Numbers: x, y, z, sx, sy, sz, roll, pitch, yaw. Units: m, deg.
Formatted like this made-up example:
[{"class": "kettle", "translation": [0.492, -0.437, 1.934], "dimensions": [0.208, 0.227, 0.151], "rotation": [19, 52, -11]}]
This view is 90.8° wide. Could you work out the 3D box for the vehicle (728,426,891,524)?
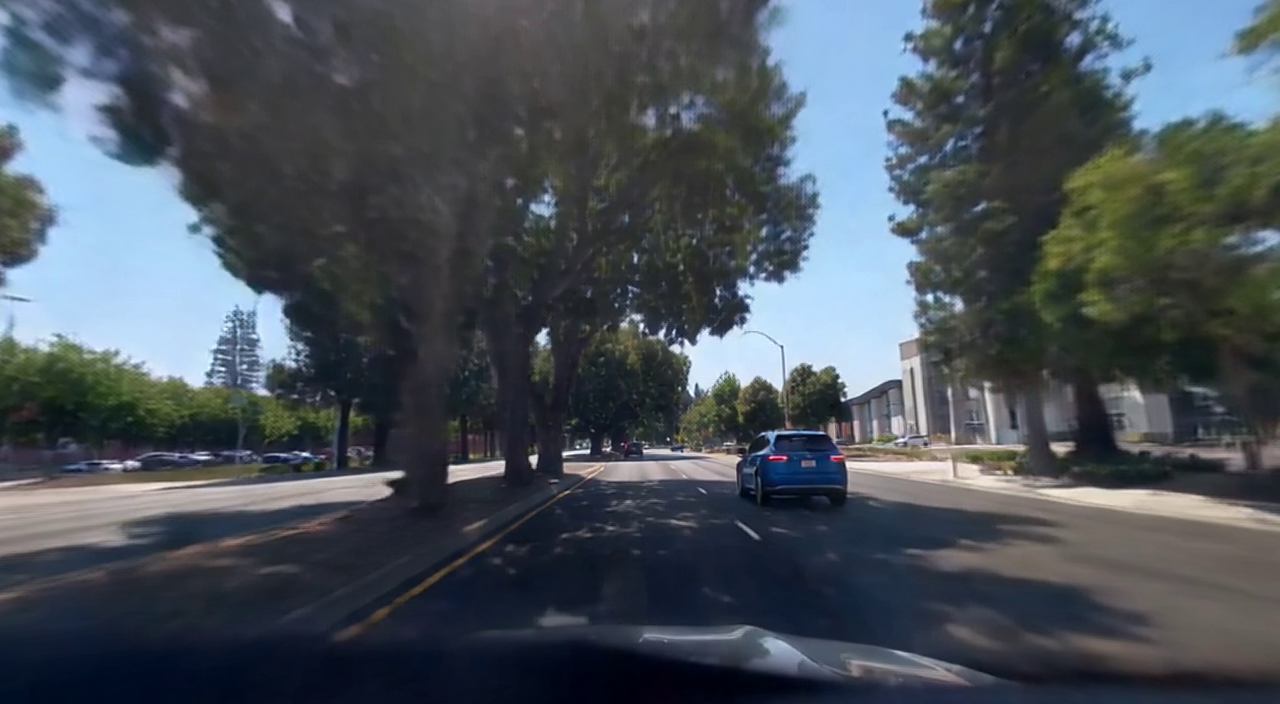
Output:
[{"class": "vehicle", "translation": [3.215, 2.429, 13.042], "dimensions": [2.060, 1.665, 4.284], "rotation": [0, -8, -1]}]
